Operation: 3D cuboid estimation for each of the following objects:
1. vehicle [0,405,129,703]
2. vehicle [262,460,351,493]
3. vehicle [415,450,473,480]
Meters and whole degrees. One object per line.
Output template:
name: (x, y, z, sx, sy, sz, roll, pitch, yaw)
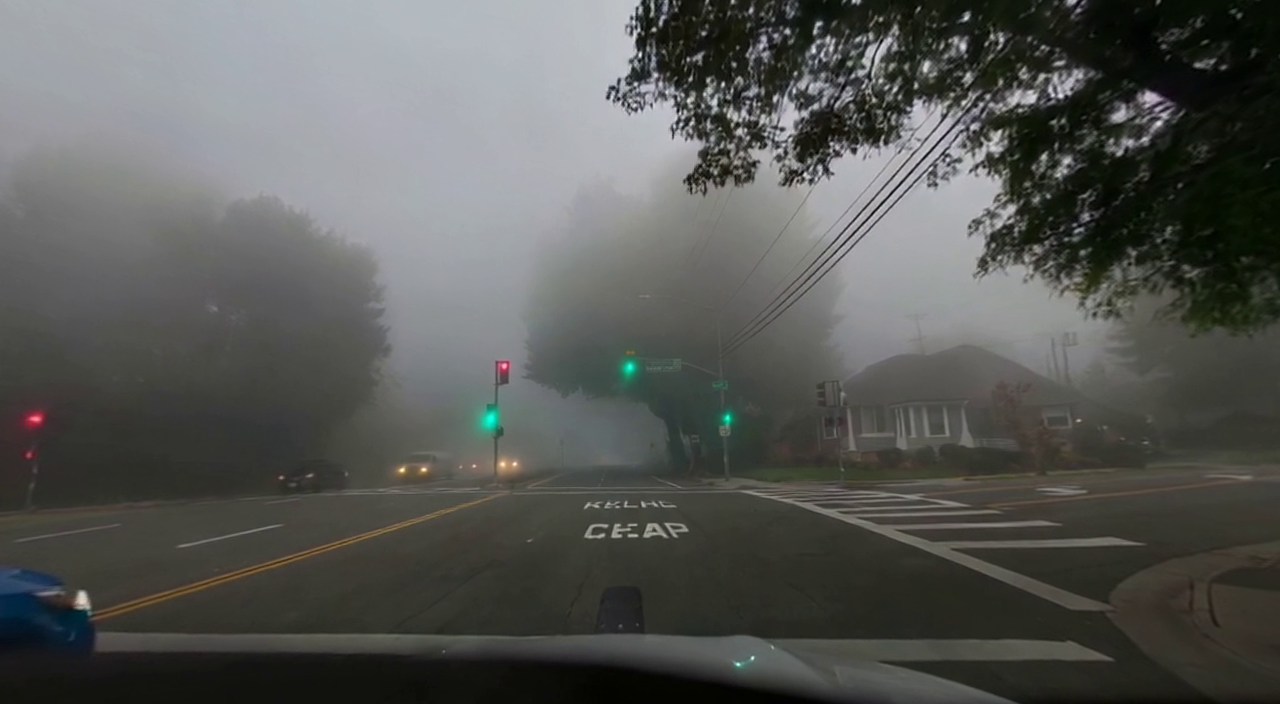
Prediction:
vehicle: (-3.669, 0.733, 0.969, 1.980, 1.508, 4.502, 0, -9, 0)
vehicle: (-17.283, 6.467, 33.047, 2.108, 1.480, 4.707, 0, -9, -1)
vehicle: (-13.557, 7.814, 44.174, 2.301, 1.921, 5.793, 0, -9, -1)
